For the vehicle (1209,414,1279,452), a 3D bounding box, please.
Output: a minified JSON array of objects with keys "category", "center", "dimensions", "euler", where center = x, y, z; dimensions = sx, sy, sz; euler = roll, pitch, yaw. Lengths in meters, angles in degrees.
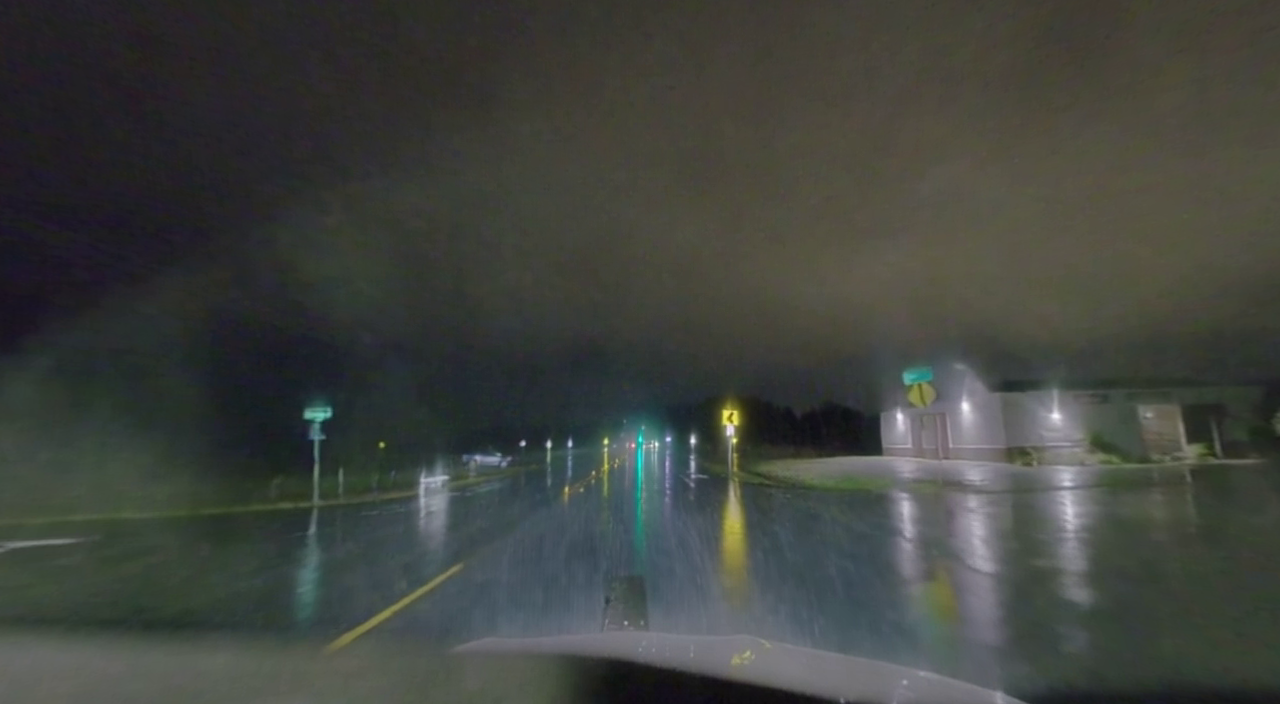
[{"category":"vehicle","center":[26.730,3.554,27.322],"dimensions":[1.802,1.479,4.911],"euler":[-4,-10,28]}]
